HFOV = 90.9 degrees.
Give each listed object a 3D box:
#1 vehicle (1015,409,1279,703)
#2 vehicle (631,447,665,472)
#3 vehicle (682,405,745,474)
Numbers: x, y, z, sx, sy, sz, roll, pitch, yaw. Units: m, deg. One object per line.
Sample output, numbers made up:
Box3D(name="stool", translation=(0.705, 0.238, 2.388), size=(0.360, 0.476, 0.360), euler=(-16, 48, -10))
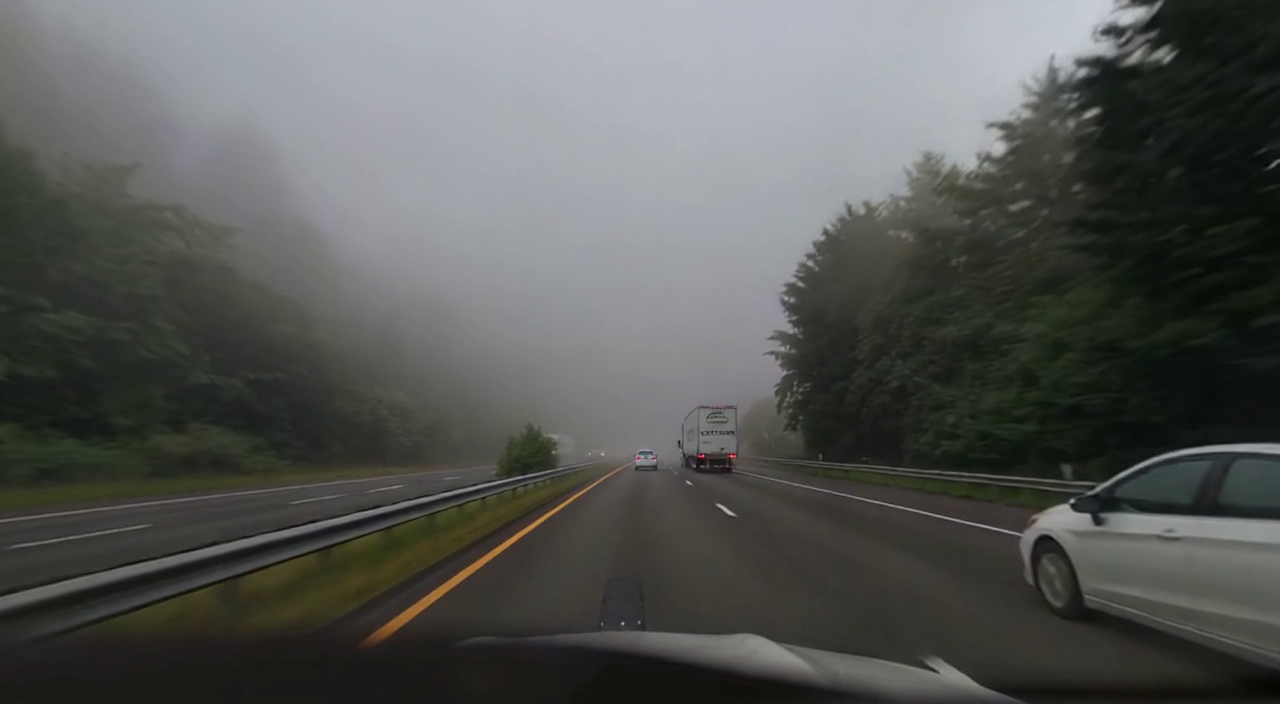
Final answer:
Box3D(name="vehicle", translation=(4.221, 1.088, 3.284), size=(2.169, 1.531, 3.775), euler=(0, -9, 0))
Box3D(name="vehicle", translation=(0.513, 6.752, 39.780), size=(2.074, 1.475, 3.960), euler=(0, -9, 1))
Box3D(name="vehicle", translation=(4.858, 6.362, 44.972), size=(2.909, 4.074, 14.457), euler=(0, -9, 1))
